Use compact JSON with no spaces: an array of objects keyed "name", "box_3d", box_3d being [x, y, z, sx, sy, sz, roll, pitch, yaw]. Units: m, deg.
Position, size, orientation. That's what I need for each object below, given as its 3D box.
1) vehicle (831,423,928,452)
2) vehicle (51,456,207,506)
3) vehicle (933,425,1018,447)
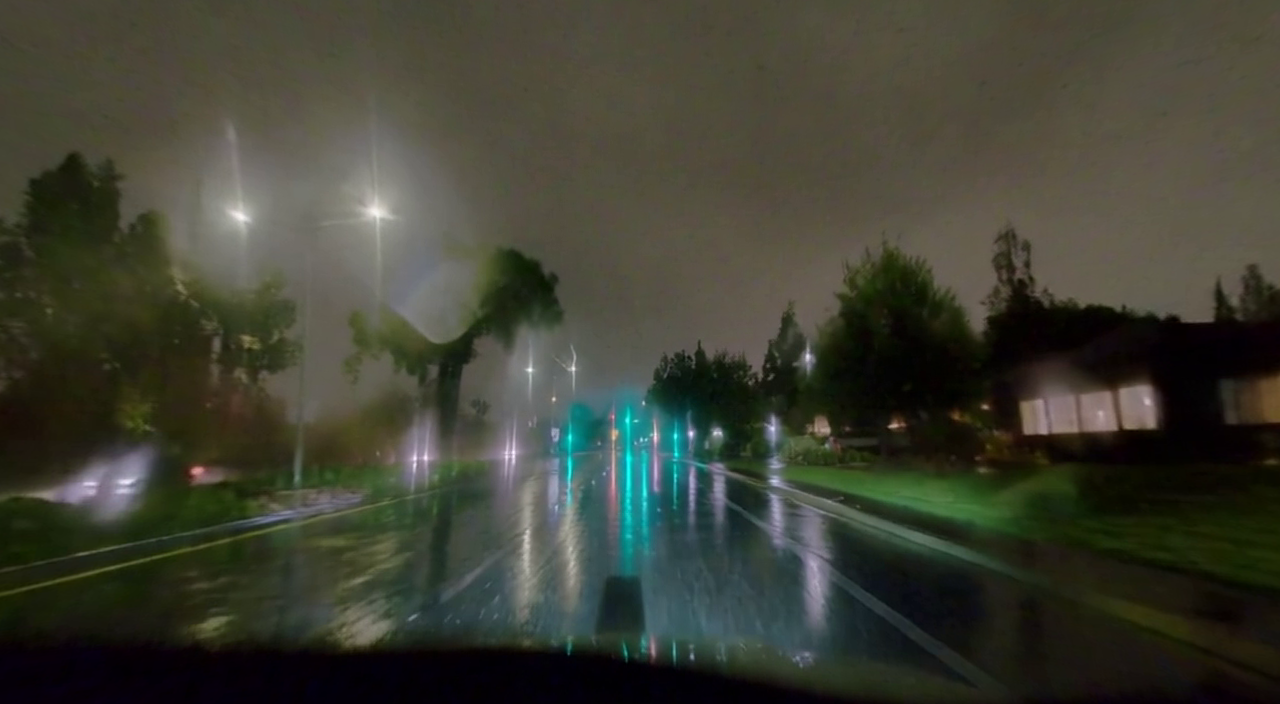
[{"name":"vehicle","box_3d":[16.447,5.918,43.541,5.702,1.899,2.294,0,-8,0]},{"name":"vehicle","box_3d":[-18.361,4.627,23.046,1.846,1.515,4.538,0,-8,1]},{"name":"vehicle","box_3d":[23.107,5.830,43.650,4.761,1.457,1.894,0,-9,1]}]
